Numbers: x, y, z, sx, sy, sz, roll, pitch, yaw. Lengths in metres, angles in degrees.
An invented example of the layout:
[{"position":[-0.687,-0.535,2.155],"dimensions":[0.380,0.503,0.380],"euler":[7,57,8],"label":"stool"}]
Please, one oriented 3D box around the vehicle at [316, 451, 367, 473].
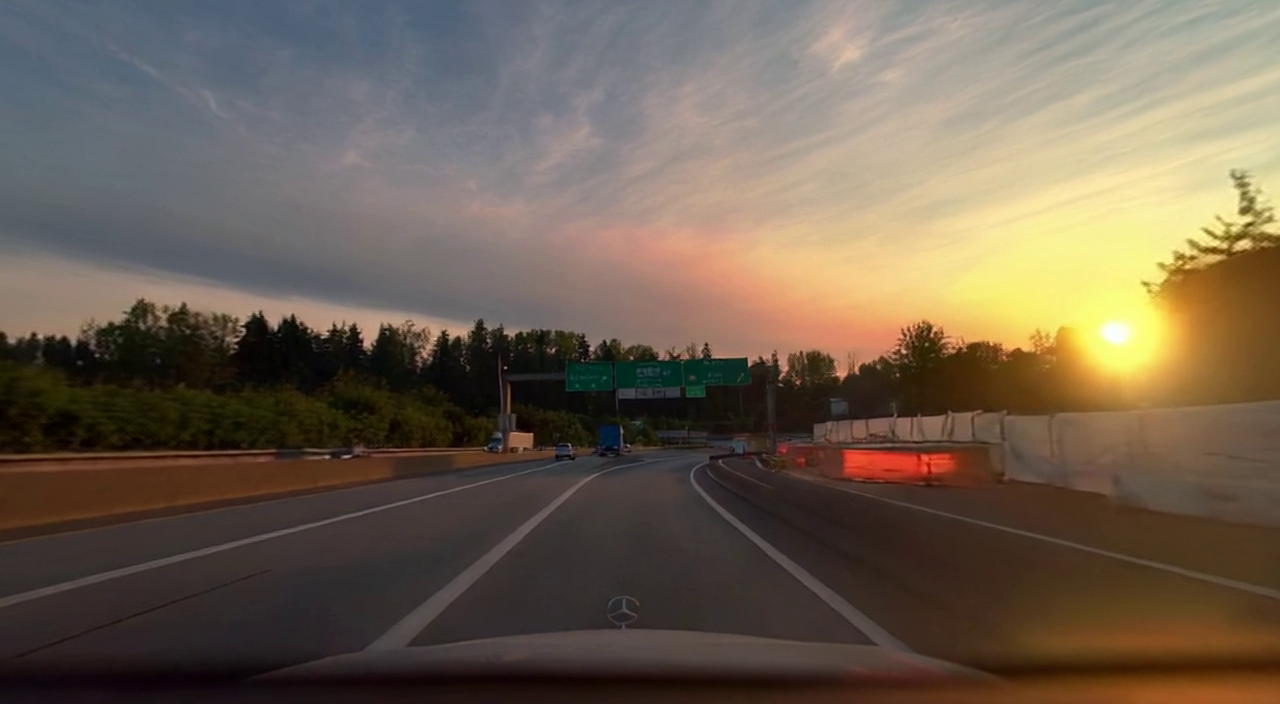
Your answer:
[{"position":[-20.273,7.452,42.983],"dimensions":[1.674,1.407,3.588],"euler":[0,-9,0],"label":"vehicle"}]
